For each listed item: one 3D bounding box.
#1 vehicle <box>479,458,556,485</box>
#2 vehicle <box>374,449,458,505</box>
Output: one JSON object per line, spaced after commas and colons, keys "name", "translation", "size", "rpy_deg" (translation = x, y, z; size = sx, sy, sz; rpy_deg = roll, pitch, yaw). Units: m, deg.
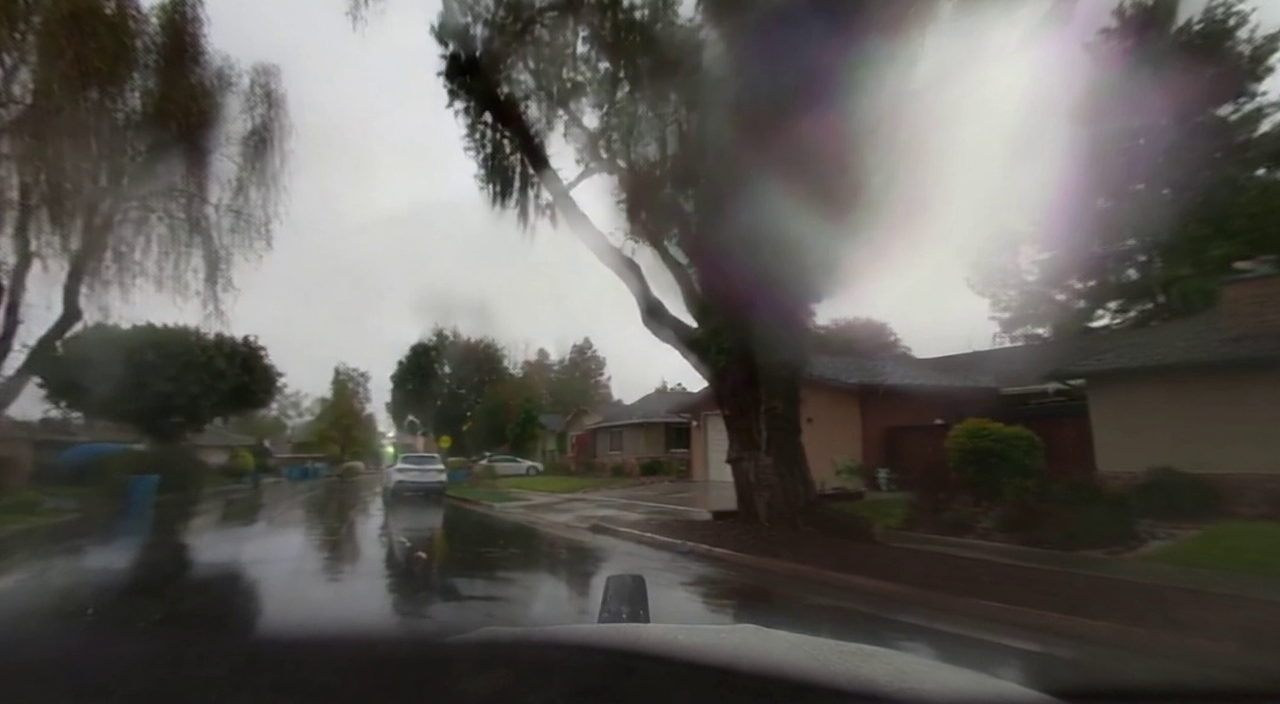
{"name": "vehicle", "translation": [-7.513, 7.286, 38.553], "size": [4.457, 1.510, 1.762], "rpy_deg": [2, -9, -13]}
{"name": "vehicle", "translation": [-8.415, 4.535, 23.345], "size": [2.163, 1.760, 4.591], "rpy_deg": [5, -10, -28]}
